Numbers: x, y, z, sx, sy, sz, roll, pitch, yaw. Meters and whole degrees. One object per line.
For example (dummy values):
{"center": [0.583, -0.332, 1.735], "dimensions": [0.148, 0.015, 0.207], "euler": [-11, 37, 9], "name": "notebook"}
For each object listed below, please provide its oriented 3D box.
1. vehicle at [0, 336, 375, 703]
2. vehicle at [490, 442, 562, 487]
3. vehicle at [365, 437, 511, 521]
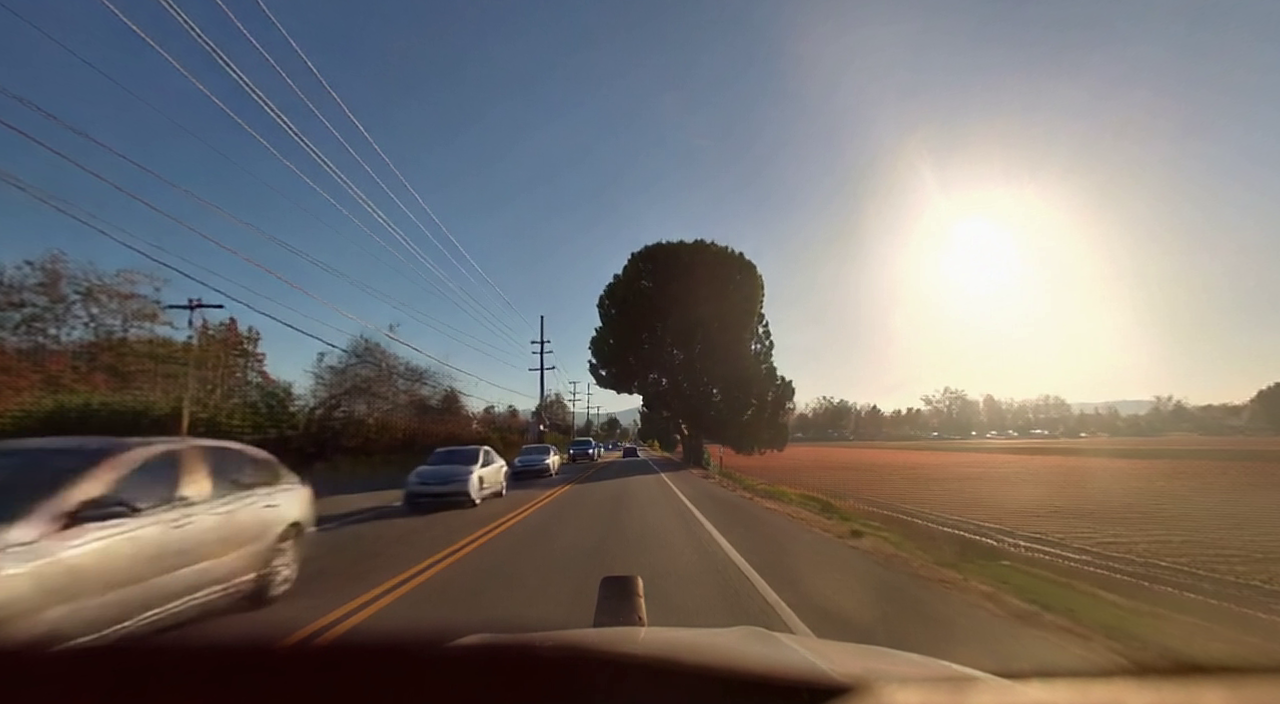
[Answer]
{"center": [-4.151, 1.213, 4.963], "dimensions": [2.261, 1.901, 4.549], "euler": [-3, -8, -1], "name": "vehicle"}
{"center": [-4.738, 4.717, 27.007], "dimensions": [2.224, 1.612, 4.927], "euler": [-3, -8, -1], "name": "vehicle"}
{"center": [-4.679, 2.960, 15.527], "dimensions": [2.153, 1.630, 4.822], "euler": [-2, -8, -2], "name": "vehicle"}
